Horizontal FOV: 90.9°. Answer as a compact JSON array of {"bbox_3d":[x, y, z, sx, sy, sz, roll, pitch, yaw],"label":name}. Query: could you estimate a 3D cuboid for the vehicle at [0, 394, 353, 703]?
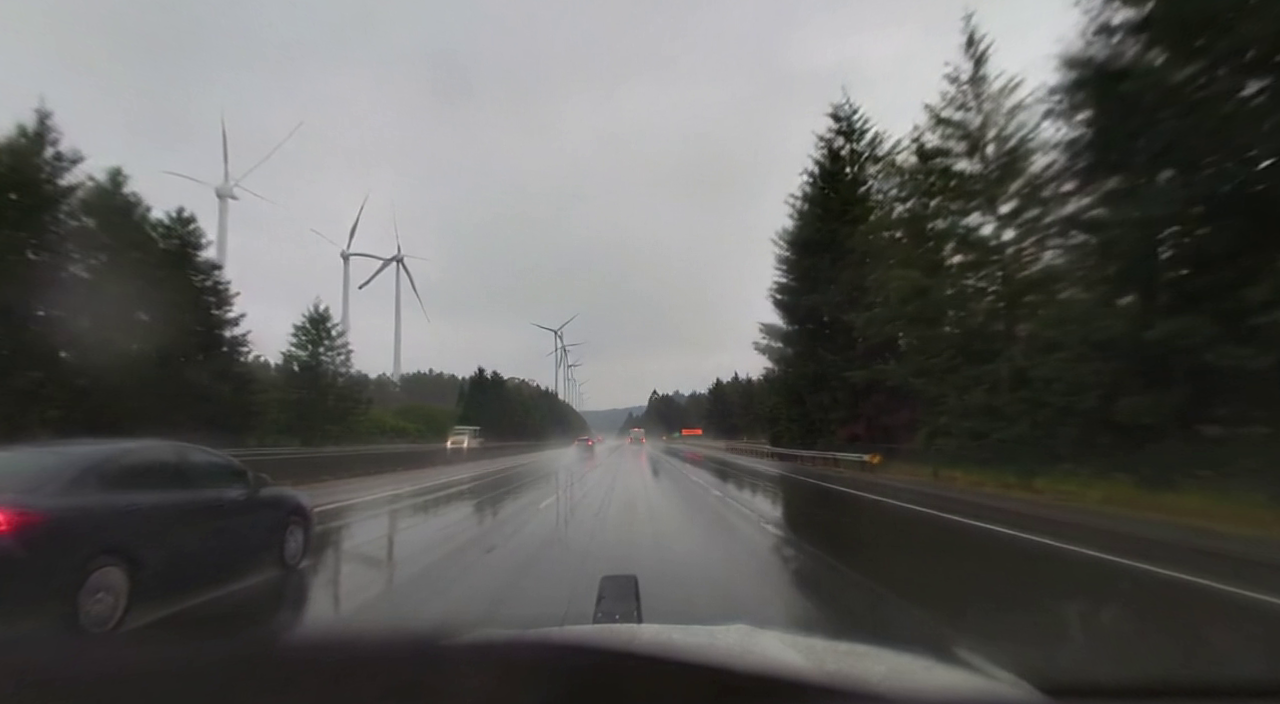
[{"bbox_3d":[-3.978,1.172,4.537,1.950,1.511,3.965,0,-8,0],"label":"vehicle"}]
